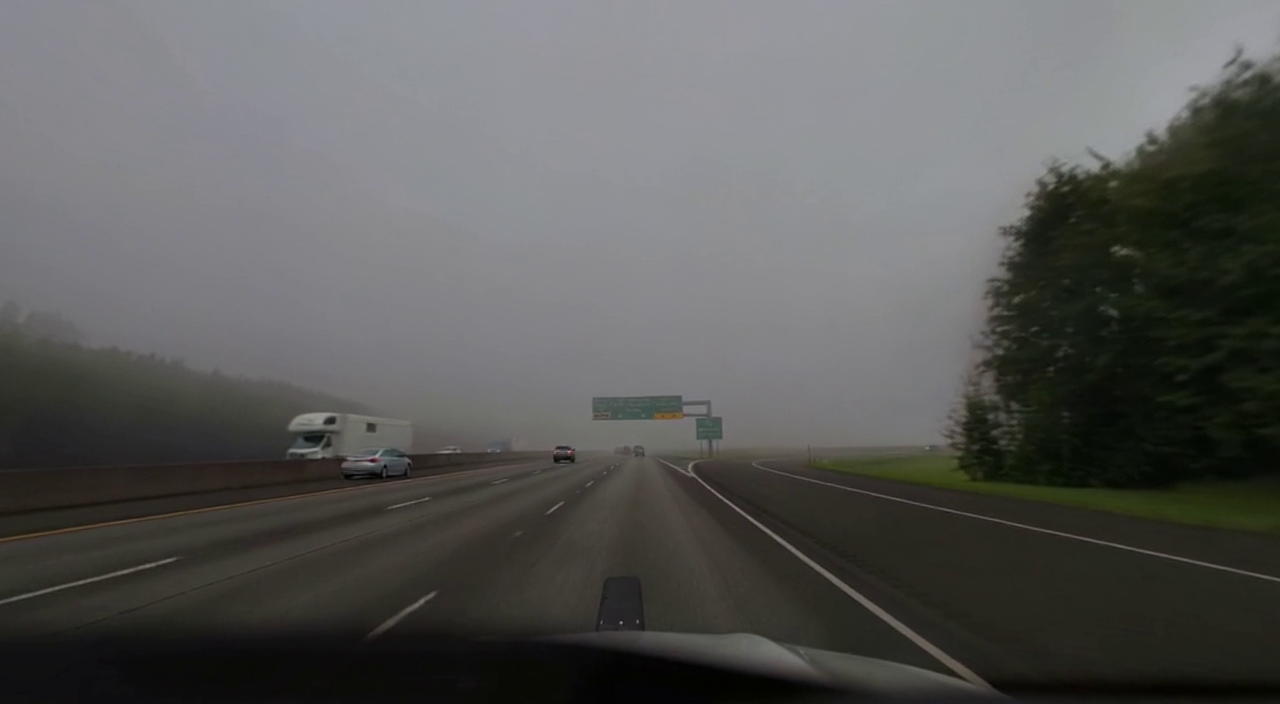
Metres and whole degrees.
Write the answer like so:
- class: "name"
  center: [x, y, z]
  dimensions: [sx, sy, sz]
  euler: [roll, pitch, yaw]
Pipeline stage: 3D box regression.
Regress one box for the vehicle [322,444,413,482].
- class: "vehicle"
  center: [-11.528, 4.700, 27.045]
  dimensions: [1.981, 1.503, 4.207]
  euler: [0, -9, 1]
